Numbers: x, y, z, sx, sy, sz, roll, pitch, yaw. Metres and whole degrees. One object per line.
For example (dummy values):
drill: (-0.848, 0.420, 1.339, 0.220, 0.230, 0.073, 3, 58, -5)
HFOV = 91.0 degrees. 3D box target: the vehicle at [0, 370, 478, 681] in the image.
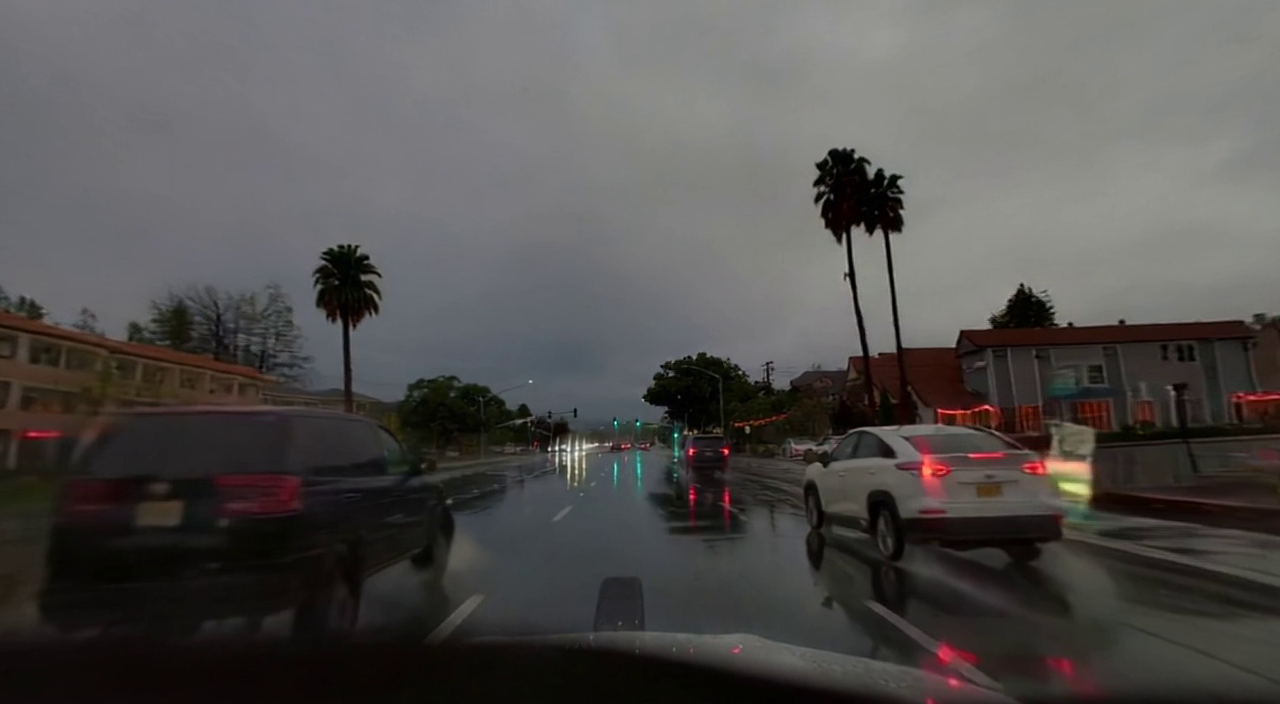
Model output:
vehicle: (-3.166, 1.300, 5.863, 2.084, 1.735, 4.528, 0, -8, 0)

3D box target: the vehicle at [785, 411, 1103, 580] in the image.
vehicle: (3.547, 1.749, 8.466, 2.084, 1.682, 4.148, 0, -8, -2)

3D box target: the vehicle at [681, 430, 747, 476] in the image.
vehicle: (3.203, 4.530, 28.358, 2.244, 1.901, 4.561, 0, -8, -2)
